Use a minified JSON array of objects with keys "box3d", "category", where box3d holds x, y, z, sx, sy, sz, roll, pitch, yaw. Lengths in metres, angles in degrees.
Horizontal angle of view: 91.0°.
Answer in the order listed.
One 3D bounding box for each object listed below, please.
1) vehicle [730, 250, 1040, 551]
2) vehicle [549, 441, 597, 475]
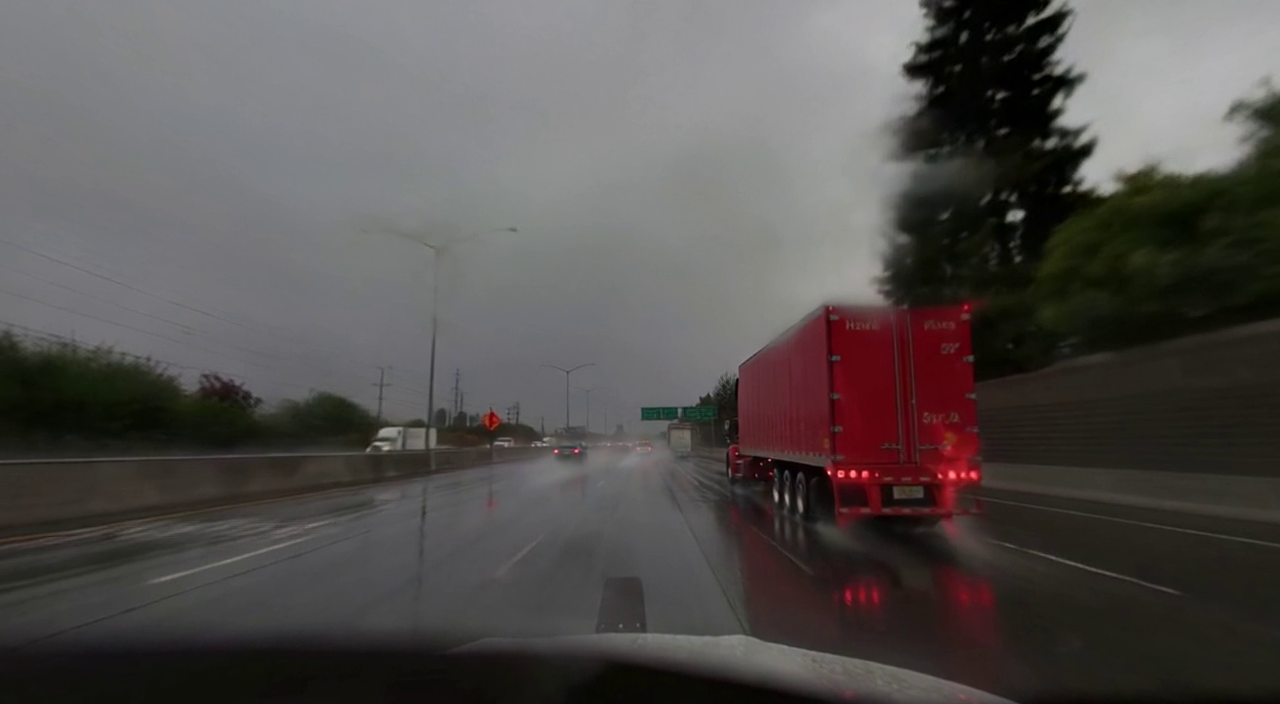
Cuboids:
[{"box3d":[3.734,1.122,12.060,3.042,4.037,7.253,0,-9,1],"category":"vehicle"},{"box3d":[-3.394,5.486,32.859,2.000,1.658,4.155,0,-9,1],"category":"vehicle"}]
